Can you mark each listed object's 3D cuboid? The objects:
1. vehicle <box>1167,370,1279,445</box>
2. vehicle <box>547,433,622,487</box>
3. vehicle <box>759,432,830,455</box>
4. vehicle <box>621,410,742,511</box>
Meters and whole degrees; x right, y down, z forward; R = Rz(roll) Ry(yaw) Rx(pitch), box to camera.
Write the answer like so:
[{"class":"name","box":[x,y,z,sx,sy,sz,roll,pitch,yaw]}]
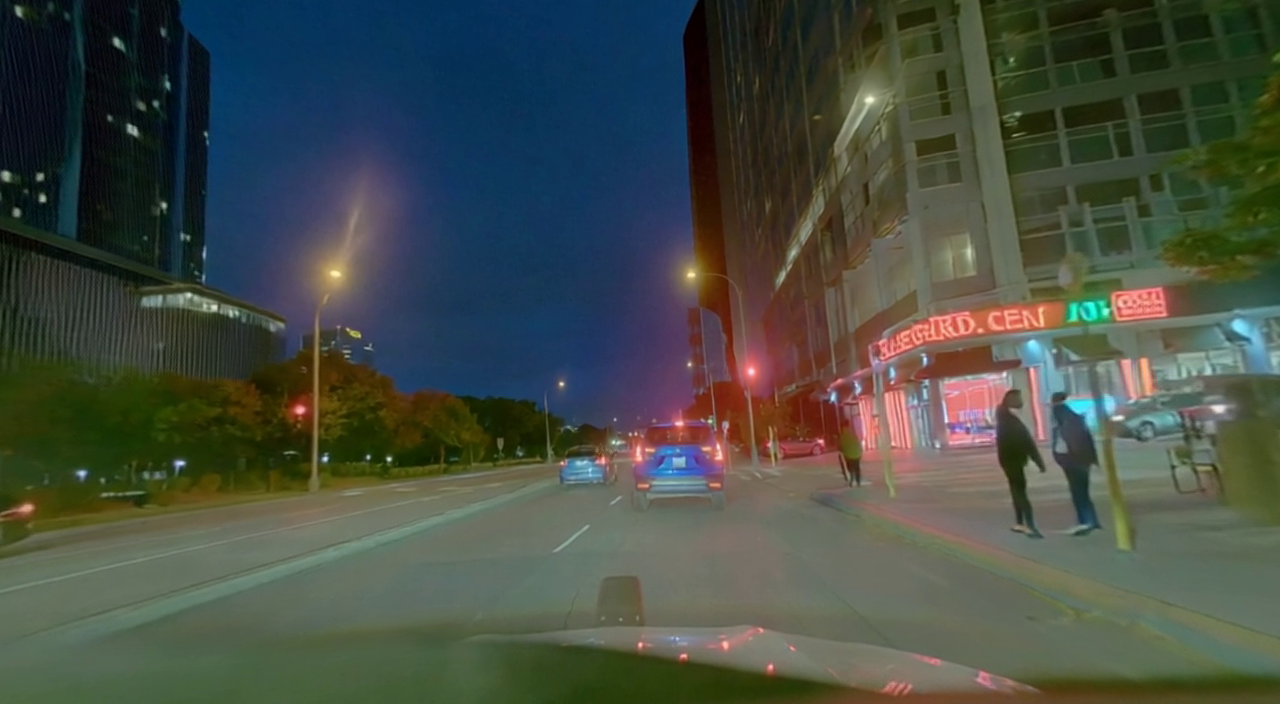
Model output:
[{"class":"vehicle","box":[13.433,1.141,12.605,4.189,1.395,1.725,0,-8,2]},{"class":"vehicle","box":[-1.847,3.774,22.359,2.023,1.702,4.152,-1,-8,4]},{"class":"vehicle","box":[10.549,6.287,43.415,4.426,1.490,1.862,-1,-8,3]},{"class":"vehicle","box":[0.893,2.468,14.783,2.352,1.953,4.796,-1,-8,2]}]
